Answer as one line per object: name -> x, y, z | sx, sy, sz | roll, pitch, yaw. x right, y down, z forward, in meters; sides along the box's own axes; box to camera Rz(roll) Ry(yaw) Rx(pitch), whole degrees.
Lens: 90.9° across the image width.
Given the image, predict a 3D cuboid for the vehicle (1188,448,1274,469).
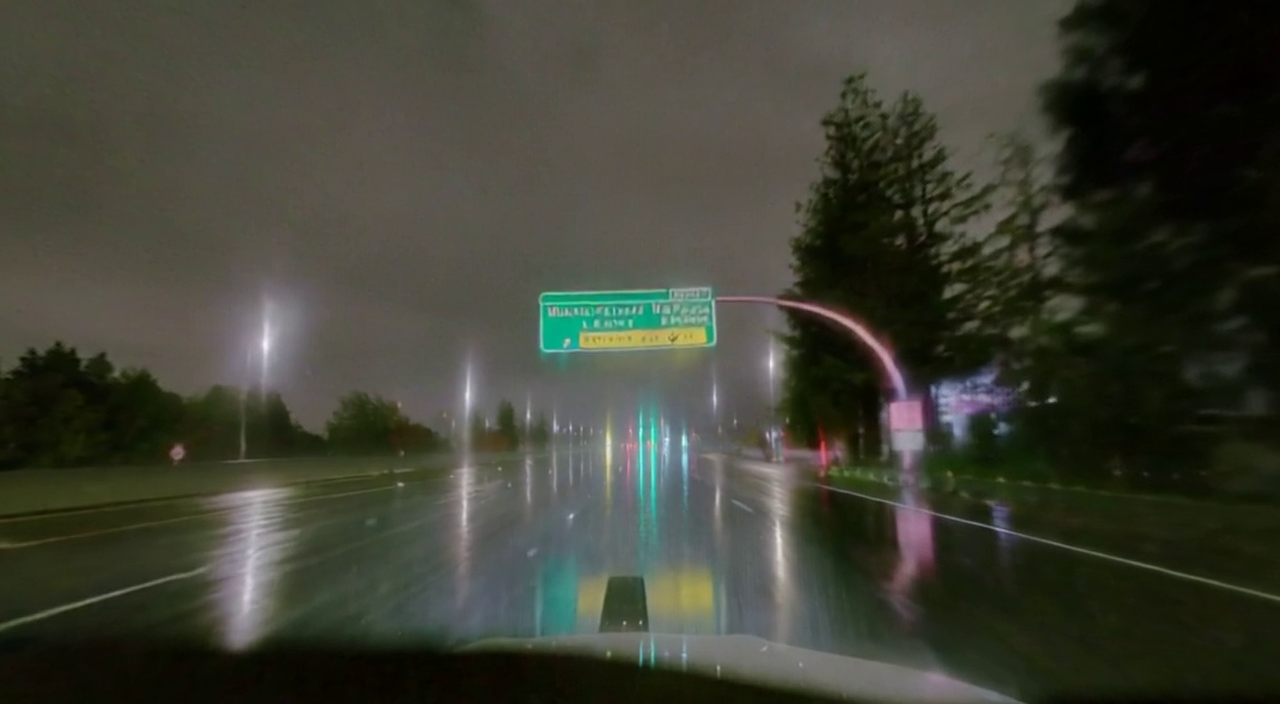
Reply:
vehicle -> 42.321, 7.626, 45.237 | 1.691, 1.370, 4.014 | 4, -10, -27
